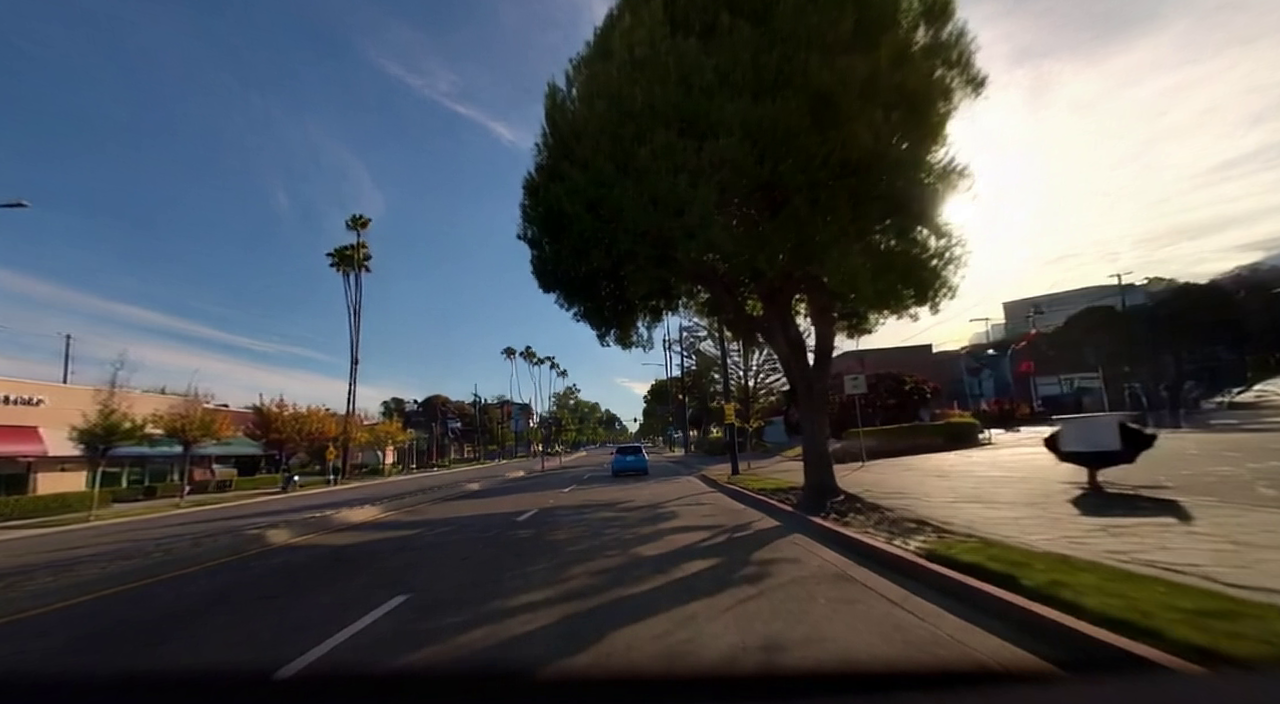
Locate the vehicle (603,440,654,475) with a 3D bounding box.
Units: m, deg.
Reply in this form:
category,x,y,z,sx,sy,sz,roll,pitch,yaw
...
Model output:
category,x,y,z,sx,sy,sz,roll,pitch,yaw
vehicle,-0.505,4.863,29.337,2.156,1.462,4.495,0,-8,0
